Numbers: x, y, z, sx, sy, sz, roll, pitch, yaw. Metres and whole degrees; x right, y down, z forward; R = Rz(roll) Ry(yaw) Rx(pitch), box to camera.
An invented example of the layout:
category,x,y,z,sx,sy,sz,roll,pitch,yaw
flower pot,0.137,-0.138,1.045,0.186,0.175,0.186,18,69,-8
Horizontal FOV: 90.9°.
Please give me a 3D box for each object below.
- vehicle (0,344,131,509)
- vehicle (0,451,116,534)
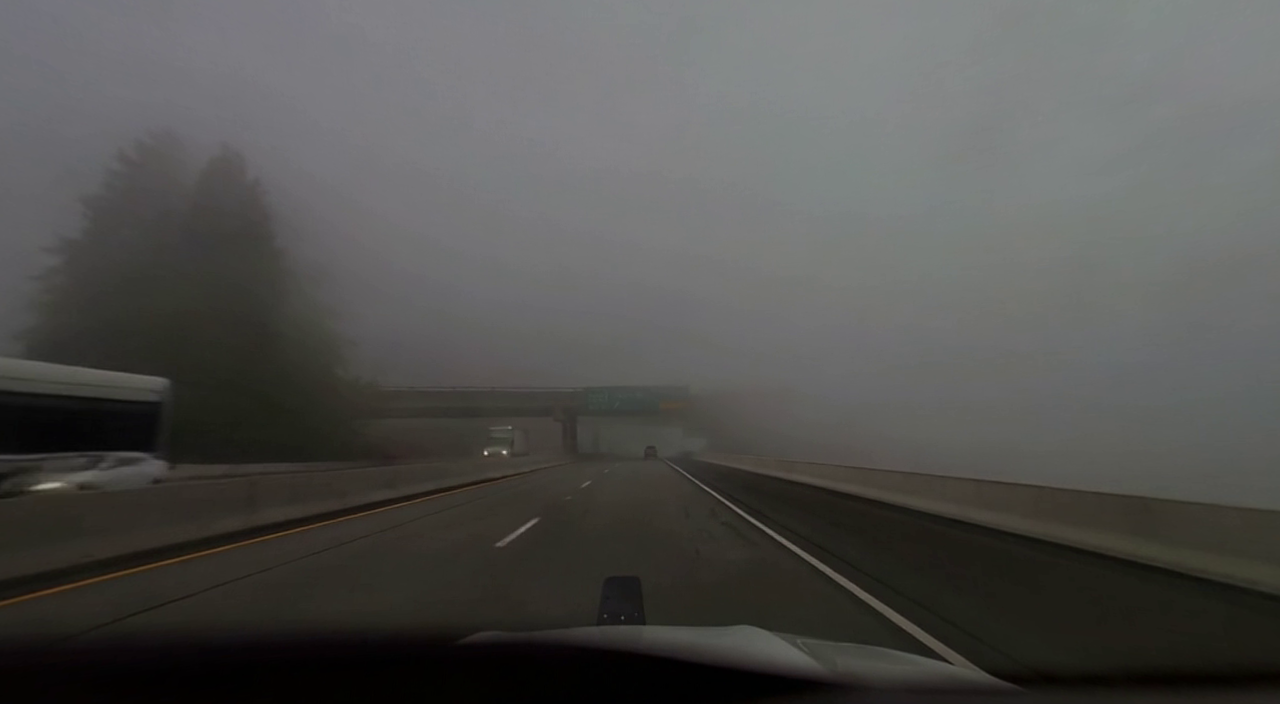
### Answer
category,x,y,z,sx,sy,sz,roll,pitch,yaw
vehicle,-17.145,1.269,11.774,2.886,3.974,14.639,0,-9,1
vehicle,-12.543,2.586,11.624,1.800,1.470,4.577,0,-9,0
